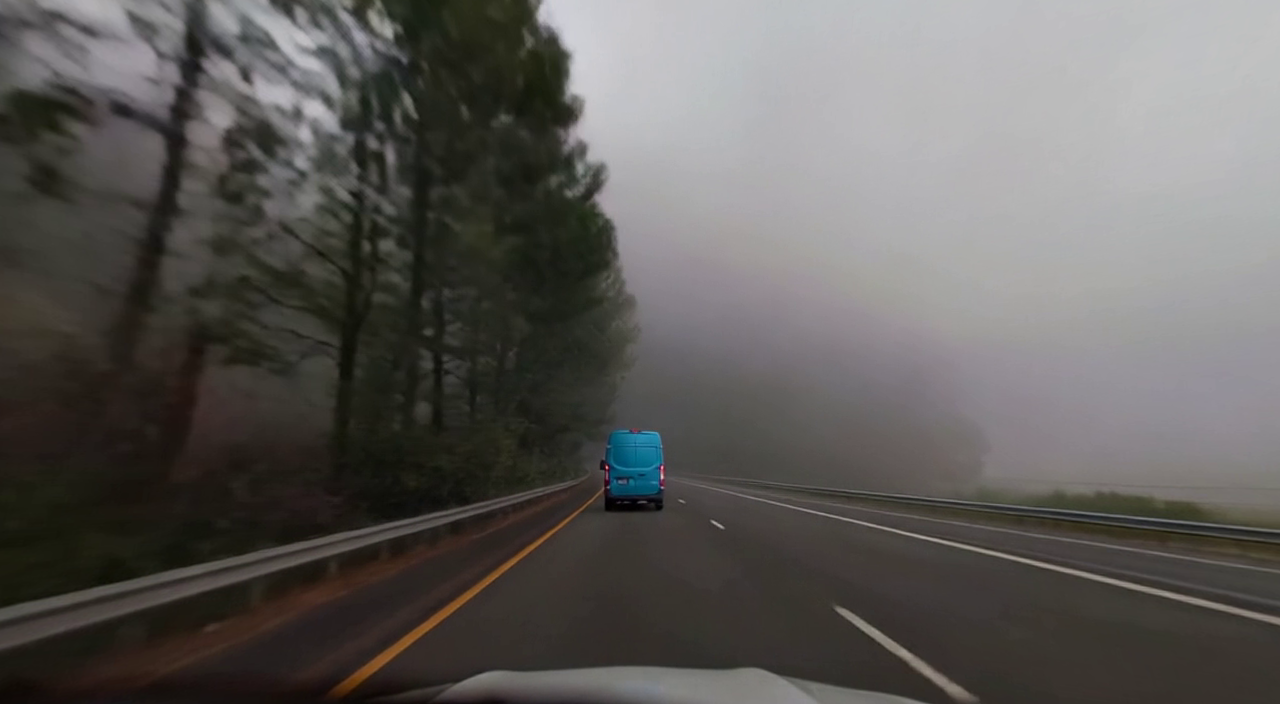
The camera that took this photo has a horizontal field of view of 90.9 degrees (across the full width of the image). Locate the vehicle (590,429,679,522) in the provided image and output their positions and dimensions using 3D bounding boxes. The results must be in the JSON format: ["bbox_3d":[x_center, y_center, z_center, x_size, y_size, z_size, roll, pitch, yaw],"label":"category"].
[{"bbox_3d":[-0.299,3.877,20.066,2.375,2.432,6.161,1,-10,-3],"label":"vehicle"}]
